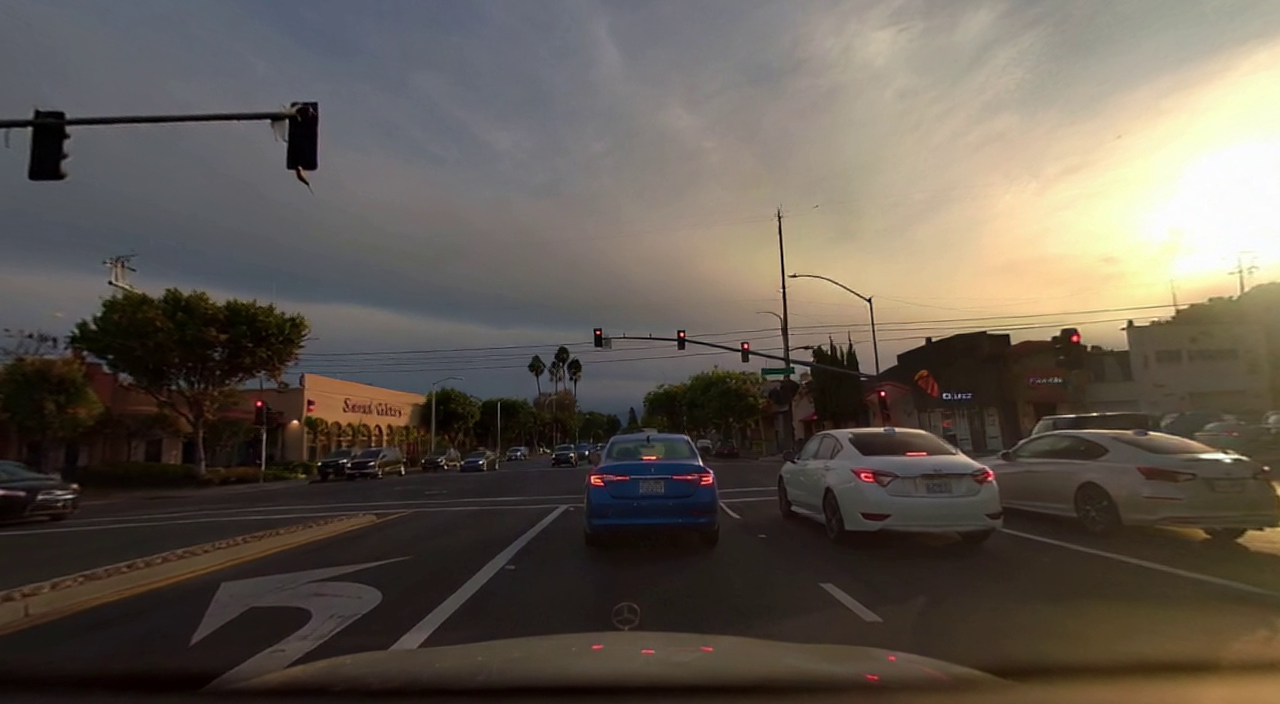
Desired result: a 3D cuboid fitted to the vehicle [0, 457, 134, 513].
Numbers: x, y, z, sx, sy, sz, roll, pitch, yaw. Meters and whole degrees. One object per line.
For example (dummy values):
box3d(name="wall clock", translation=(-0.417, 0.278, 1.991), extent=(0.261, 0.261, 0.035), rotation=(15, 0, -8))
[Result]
box3d(name="vehicle", translation=(-20.318, 4.383, 21.034), extent=(4.780, 1.669, 2.232), rotation=(1, -9, -11))

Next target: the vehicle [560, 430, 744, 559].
box3d(name="vehicle", translation=(0.105, 1.965, 9.440), extent=(2.135, 1.468, 4.076), rotation=(0, -9, -1))

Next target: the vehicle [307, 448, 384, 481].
box3d(name="vehicle", translation=(-18.575, 7.079, 40.231), extent=(2.324, 1.911, 5.610), rotation=(0, -9, -2))

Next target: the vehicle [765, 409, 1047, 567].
box3d(name="vehicle", translation=(3.269, 1.780, 9.046), extent=(1.973, 1.633, 4.717), rotation=(0, -9, 0))

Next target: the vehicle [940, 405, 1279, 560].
box3d(name="vehicle", translation=(6.461, 1.759, 9.178), extent=(2.009, 1.700, 4.275), rotation=(0, -9, -1))
